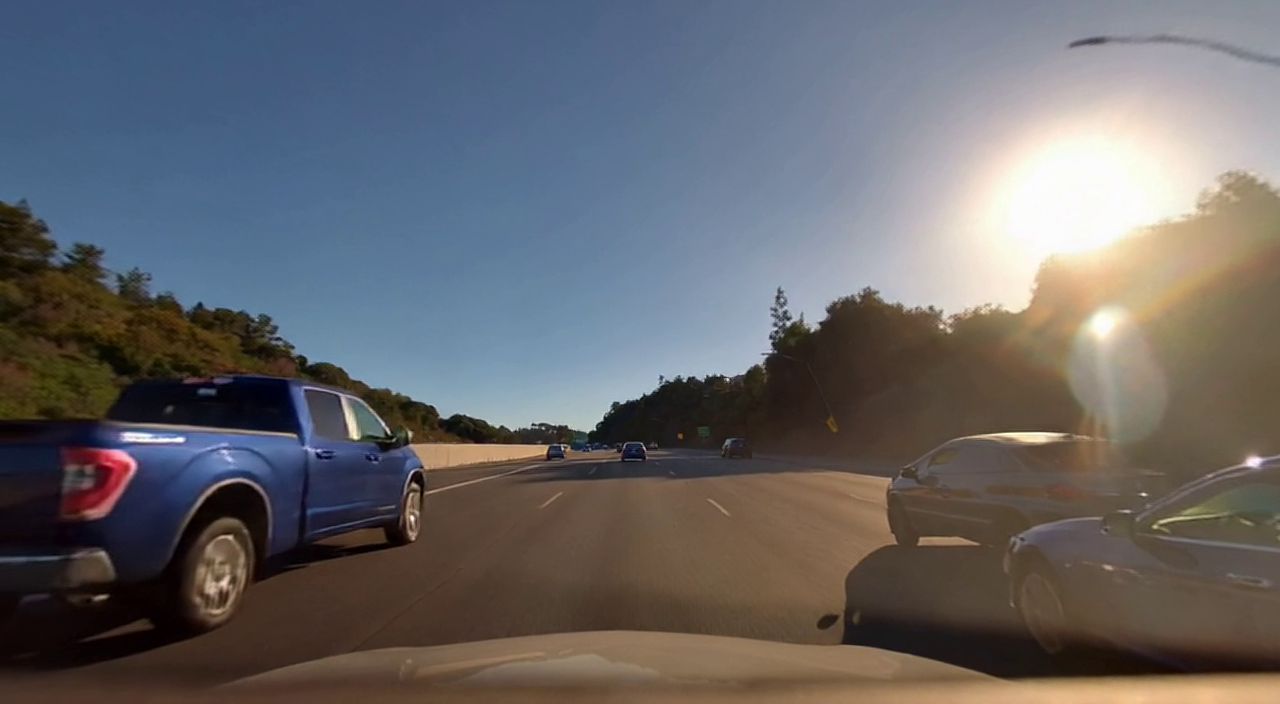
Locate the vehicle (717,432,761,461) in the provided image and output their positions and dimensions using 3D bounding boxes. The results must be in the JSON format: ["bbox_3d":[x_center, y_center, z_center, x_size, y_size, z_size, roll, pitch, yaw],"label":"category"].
[{"bbox_3d":[6.848,6.598,44.249,2.103,1.898,5.310,0,-8,-1],"label":"vehicle"}]

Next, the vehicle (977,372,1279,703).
[{"bbox_3d":[3.082,0.731,1.365,2.072,1.501,4.694,0,-8,-1],"label":"vehicle"}]

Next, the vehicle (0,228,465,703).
[{"bbox_3d":[-3.715,0.954,5.650,2.592,2.179,6.034,0,-8,-1],"label":"vehicle"}]

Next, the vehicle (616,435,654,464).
[{"bbox_3d":[-0.317,5.853,38.088,2.157,1.642,4.189,0,-8,-1],"label":"vehicle"}]
